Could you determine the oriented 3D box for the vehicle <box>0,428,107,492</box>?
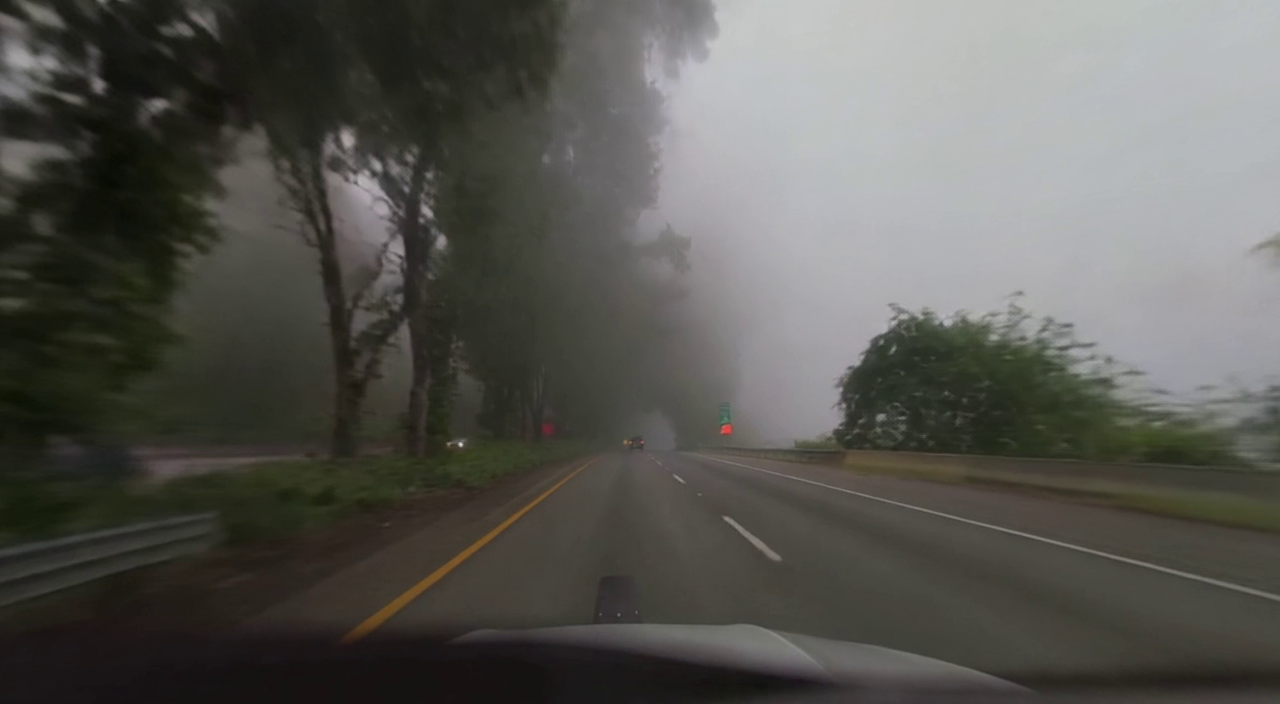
[{"bbox_3d":[-17.099,2.843,16.784,1.893,1.595,4.485,0,-8,-1],"label":"vehicle"}]
